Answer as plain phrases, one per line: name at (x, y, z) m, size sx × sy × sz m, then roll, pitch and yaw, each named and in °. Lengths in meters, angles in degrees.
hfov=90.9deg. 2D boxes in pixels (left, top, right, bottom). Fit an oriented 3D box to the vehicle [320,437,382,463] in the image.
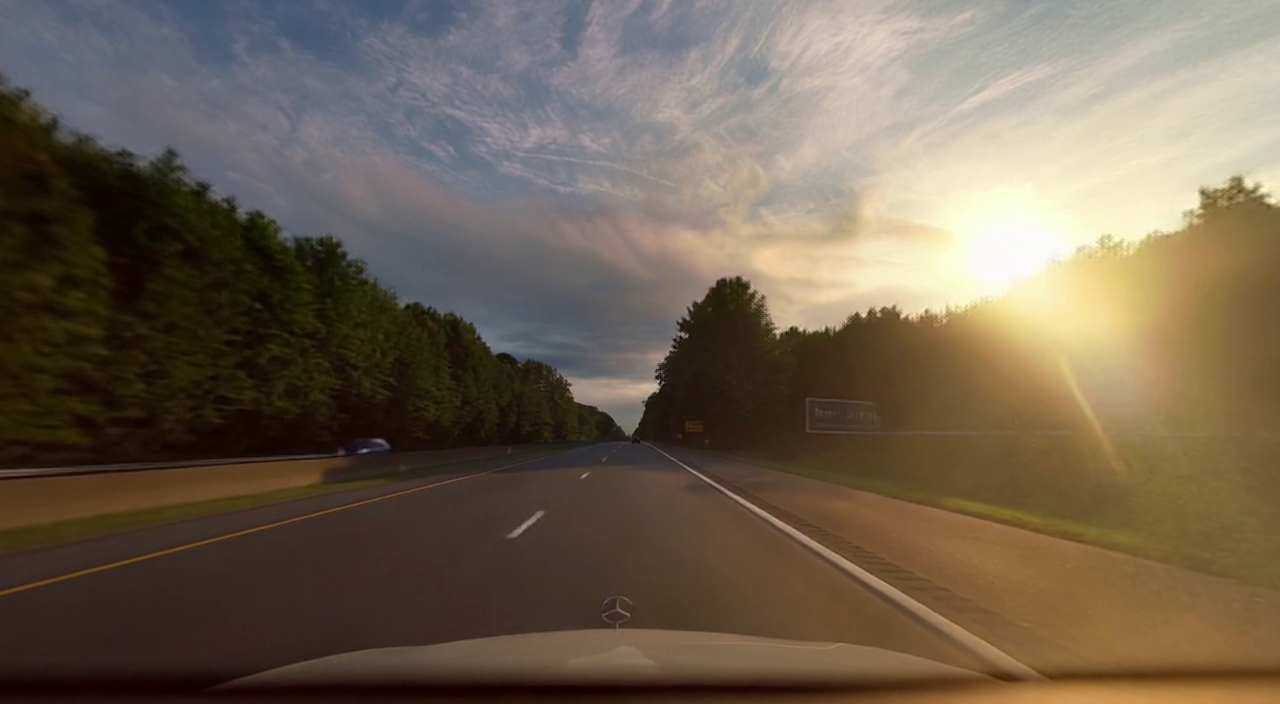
vehicle at (-17.808, 6.057, 39.078) m, size 1.807 × 1.507 × 4.263 m, roll 0°, pitch -8°, yaw 0°
